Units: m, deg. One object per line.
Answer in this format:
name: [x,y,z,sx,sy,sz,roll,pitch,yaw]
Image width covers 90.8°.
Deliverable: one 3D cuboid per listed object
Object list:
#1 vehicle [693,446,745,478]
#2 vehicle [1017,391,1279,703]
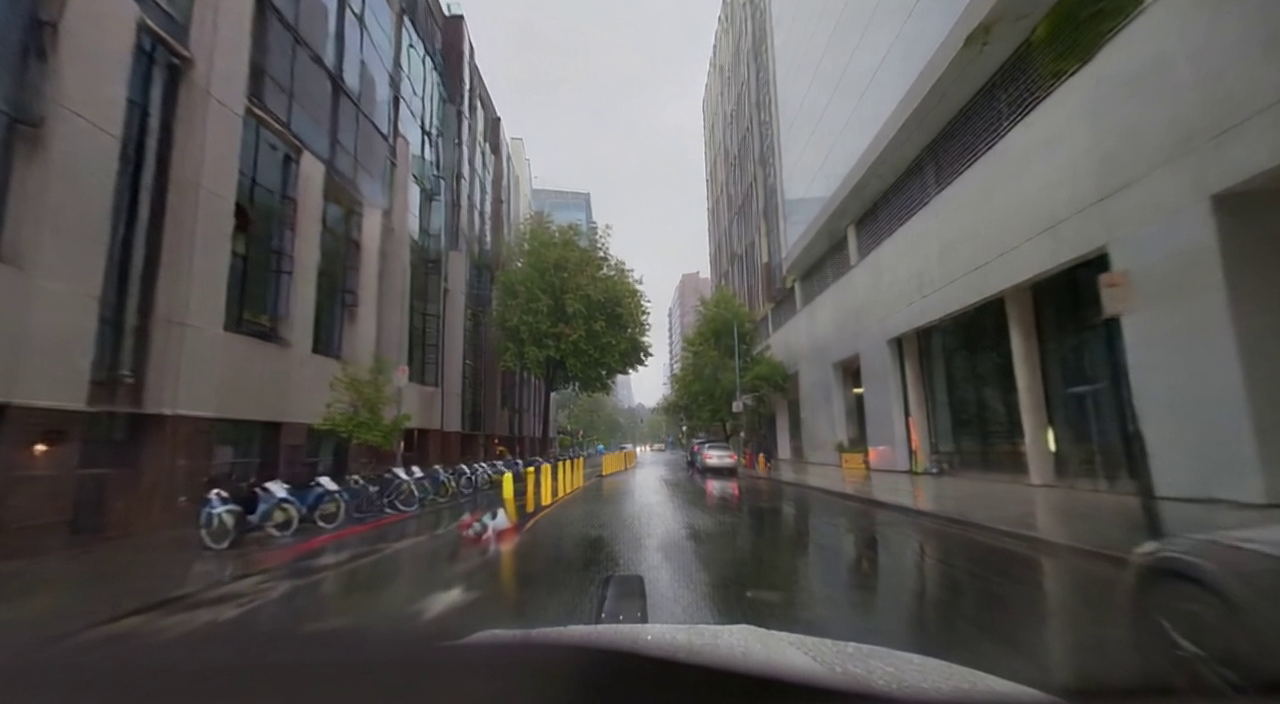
vehicle: [3.918,5.502,31.967,2.020,1.448,4.220,-1,-8,-1]
vehicle: [3.439,0.731,1.591,1.963,1.445,4.948,-1,-9,1]
